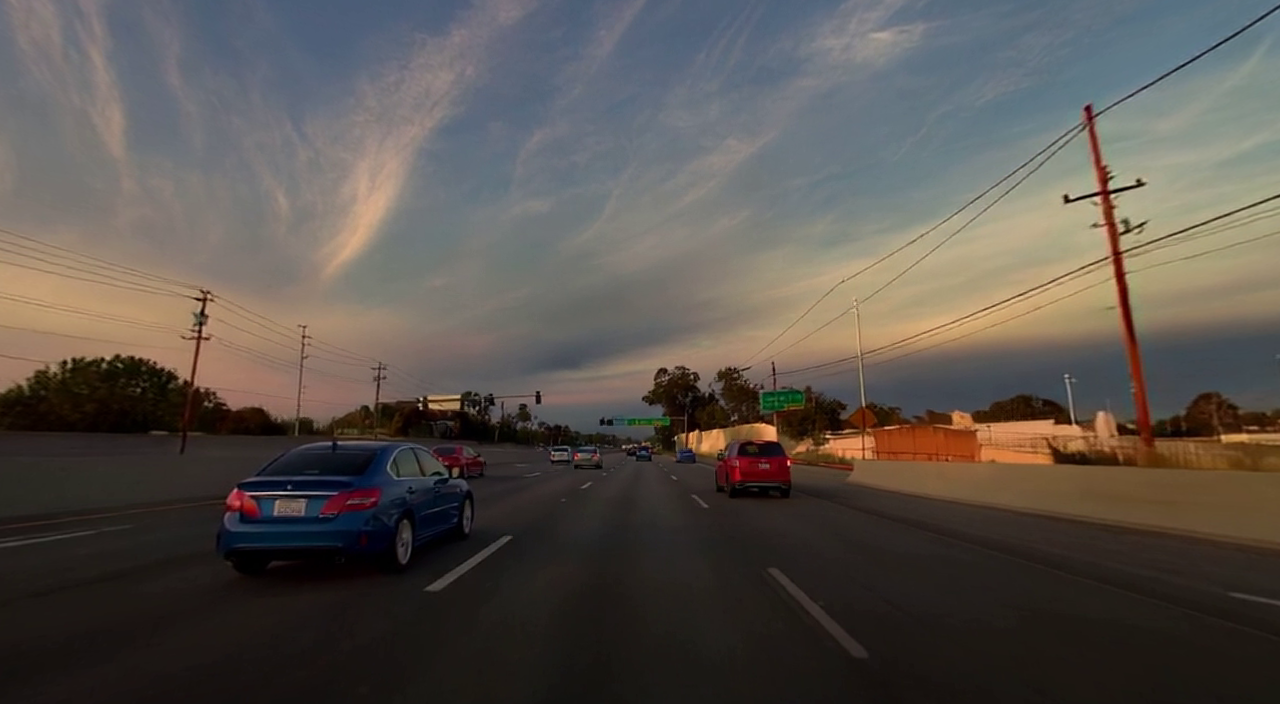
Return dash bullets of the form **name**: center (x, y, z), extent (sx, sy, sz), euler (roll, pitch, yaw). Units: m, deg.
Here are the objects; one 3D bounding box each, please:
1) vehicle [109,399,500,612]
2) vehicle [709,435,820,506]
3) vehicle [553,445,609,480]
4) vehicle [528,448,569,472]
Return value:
- **vehicle**: center (-3.199, 1.559, 7.339), extent (2.104, 1.707, 4.338), euler (0, -8, 1)
- **vehicle**: center (3.222, 3.167, 17.348), extent (2.100, 1.659, 4.387), euler (0, -8, -1)
- **vehicle**: center (-2.717, 5.184, 29.997), extent (2.066, 1.488, 4.377), euler (0, -8, 2)
- **vehicle**: center (-6.078, 7.229, 42.467), extent (1.877, 1.474, 4.475), euler (0, -8, 2)
